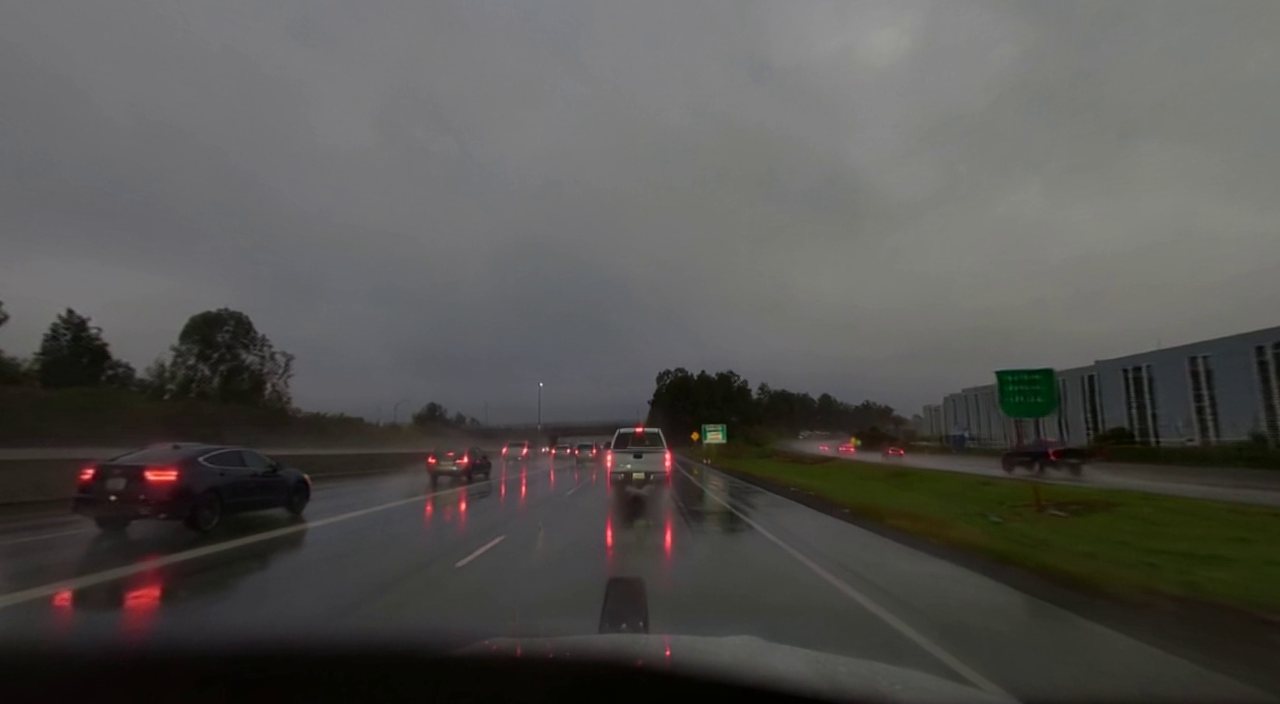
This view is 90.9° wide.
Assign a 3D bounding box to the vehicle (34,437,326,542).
[{"bbox_3d":[-7.602,2.271,11.118,1.864,1.458,4.295,0,-9,0],"label":"vehicle"}]

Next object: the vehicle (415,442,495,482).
[{"bbox_3d":[-7.374,4.416,25.590,1.869,1.466,4.217,0,-9,1],"label":"vehicle"}]

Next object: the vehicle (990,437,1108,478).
[{"bbox_3d":[16.292,4.230,25.502,1.918,1.472,4.782,-1,-9,5],"label":"vehicle"}]

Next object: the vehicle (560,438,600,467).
[{"bbox_3d":[-3.549,6.041,38.164,1.952,1.649,4.131,0,-9,1],"label":"vehicle"}]

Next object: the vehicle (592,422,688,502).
[{"bbox_3d":[0.000,2.774,16.194,2.152,1.779,3.924,0,-9,0],"label":"vehicle"}]
